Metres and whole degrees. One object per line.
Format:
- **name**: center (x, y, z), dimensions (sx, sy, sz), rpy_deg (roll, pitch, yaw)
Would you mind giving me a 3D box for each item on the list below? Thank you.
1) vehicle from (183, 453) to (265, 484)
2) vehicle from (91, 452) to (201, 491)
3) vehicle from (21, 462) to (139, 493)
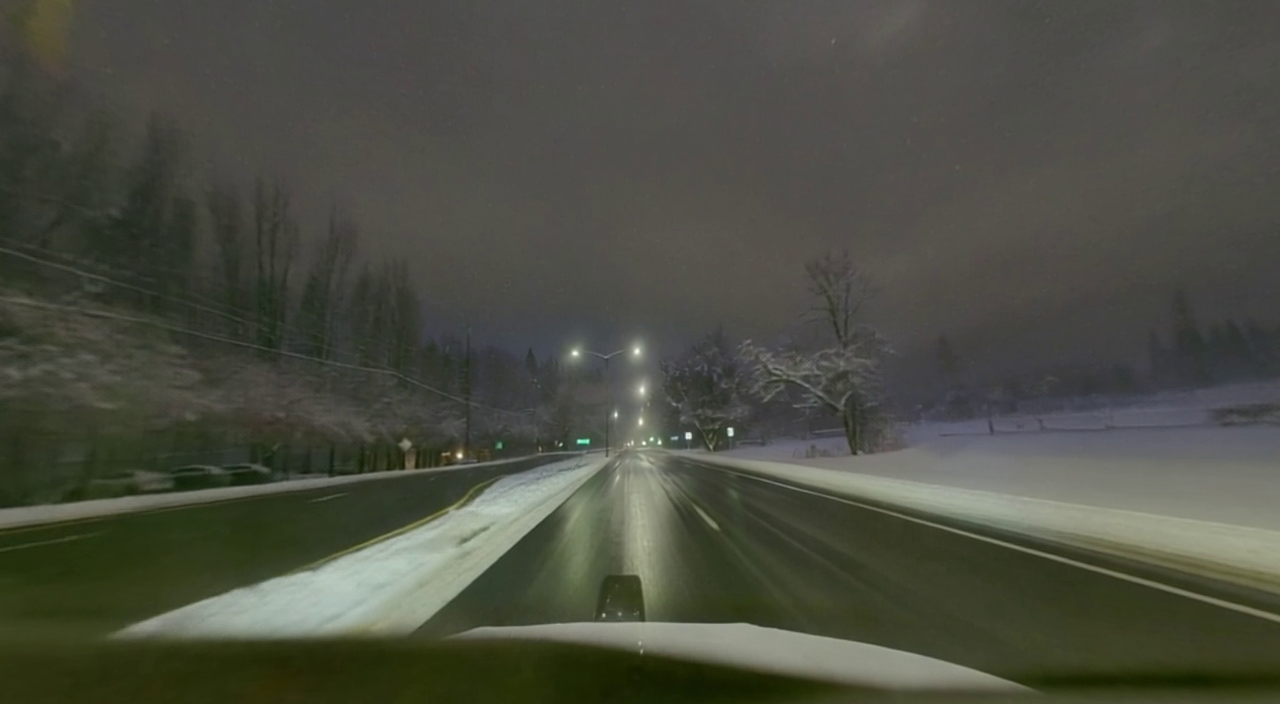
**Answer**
- **vehicle**: center (-27.734, 7.766, 42.206), dimensions (4.168, 1.509, 2.053), rpy_deg (-5, -5, 4)
- **vehicle**: center (-26.835, 6.490, 34.450), dimensions (4.362, 1.733, 2.041), rpy_deg (-3, -6, 1)
- **vehicle**: center (-28.099, 6.286, 31.789), dimensions (3.938, 1.485, 2.055), rpy_deg (0, -10, 2)
